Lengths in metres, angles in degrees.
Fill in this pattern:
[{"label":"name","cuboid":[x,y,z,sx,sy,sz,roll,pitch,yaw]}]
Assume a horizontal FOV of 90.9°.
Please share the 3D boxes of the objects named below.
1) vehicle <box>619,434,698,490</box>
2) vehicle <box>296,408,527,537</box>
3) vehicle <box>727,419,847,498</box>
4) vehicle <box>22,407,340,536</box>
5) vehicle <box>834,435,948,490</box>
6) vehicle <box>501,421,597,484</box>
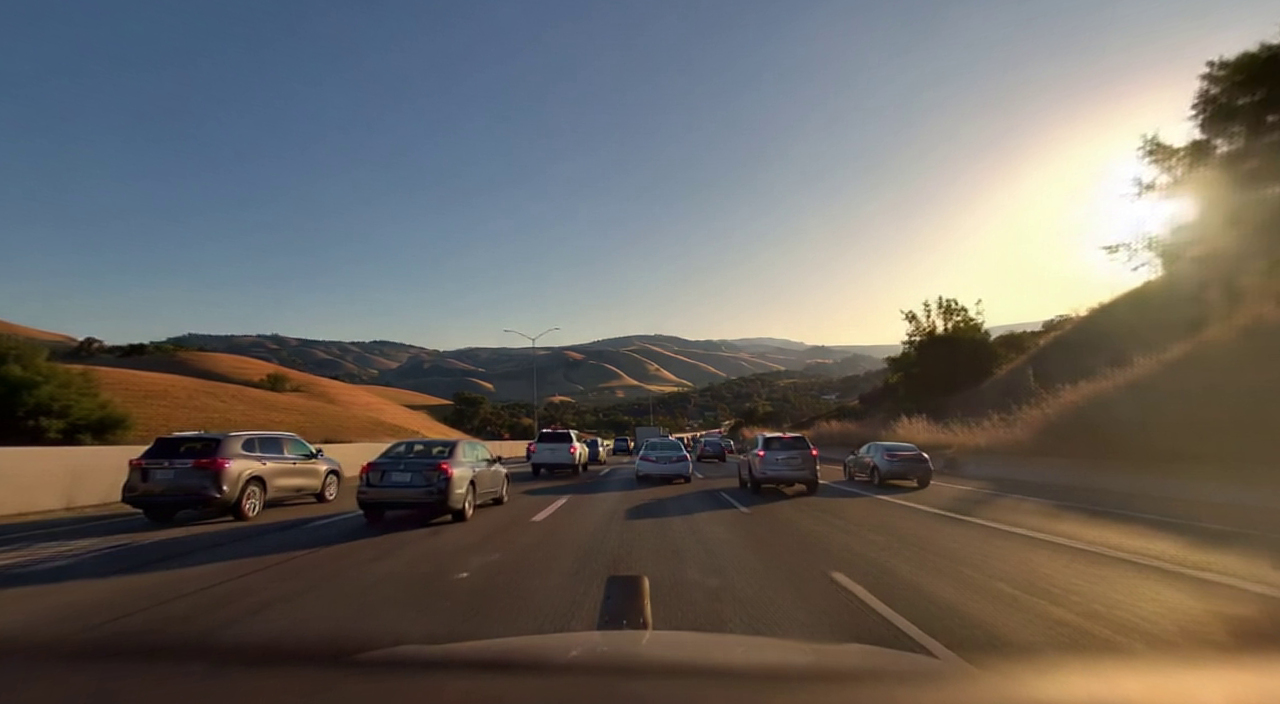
[{"label":"vehicle","cuboid":[0.539,3.239,18.992,2.105,1.471,4.349,0,-8,2]},{"label":"vehicle","cuboid":[-3.470,1.933,10.722,2.179,1.723,4.410,0,-8,1]},{"label":"vehicle","cuboid":[3.642,2.730,16.569,2.046,1.765,4.534,0,-8,0]},{"label":"vehicle","cuboid":[-7.670,2.034,11.391,2.017,1.810,4.782,0,-8,2]},{"label":"vehicle","cuboid":[7.475,3.317,19.277,1.846,1.469,4.166,0,-8,1]},{"label":"vehicle","cuboid":[-2.986,3.479,22.120,2.301,1.902,5.374,-1,-8,3]}]
